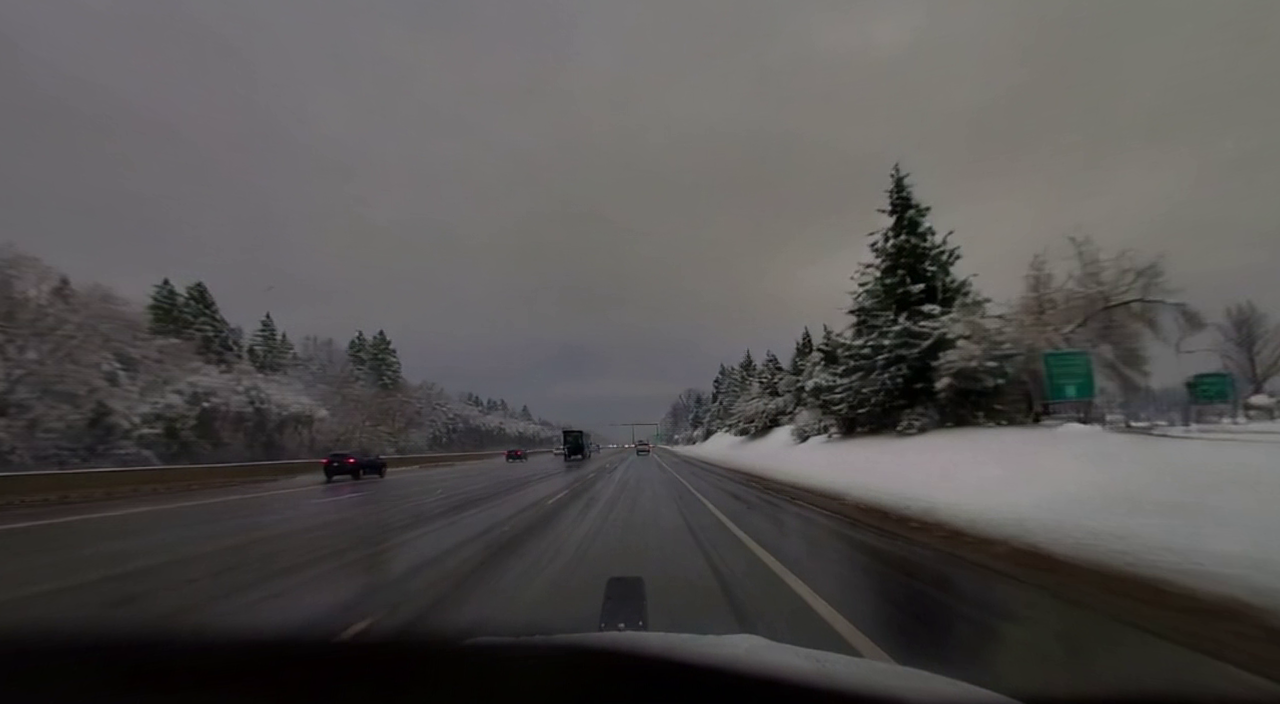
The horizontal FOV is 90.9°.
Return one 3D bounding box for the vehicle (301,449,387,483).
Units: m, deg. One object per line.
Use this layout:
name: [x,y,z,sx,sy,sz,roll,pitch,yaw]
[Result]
vehicle: [-14.217,5.491,30.626,1.988,1.477,4.442,0,-8,1]
